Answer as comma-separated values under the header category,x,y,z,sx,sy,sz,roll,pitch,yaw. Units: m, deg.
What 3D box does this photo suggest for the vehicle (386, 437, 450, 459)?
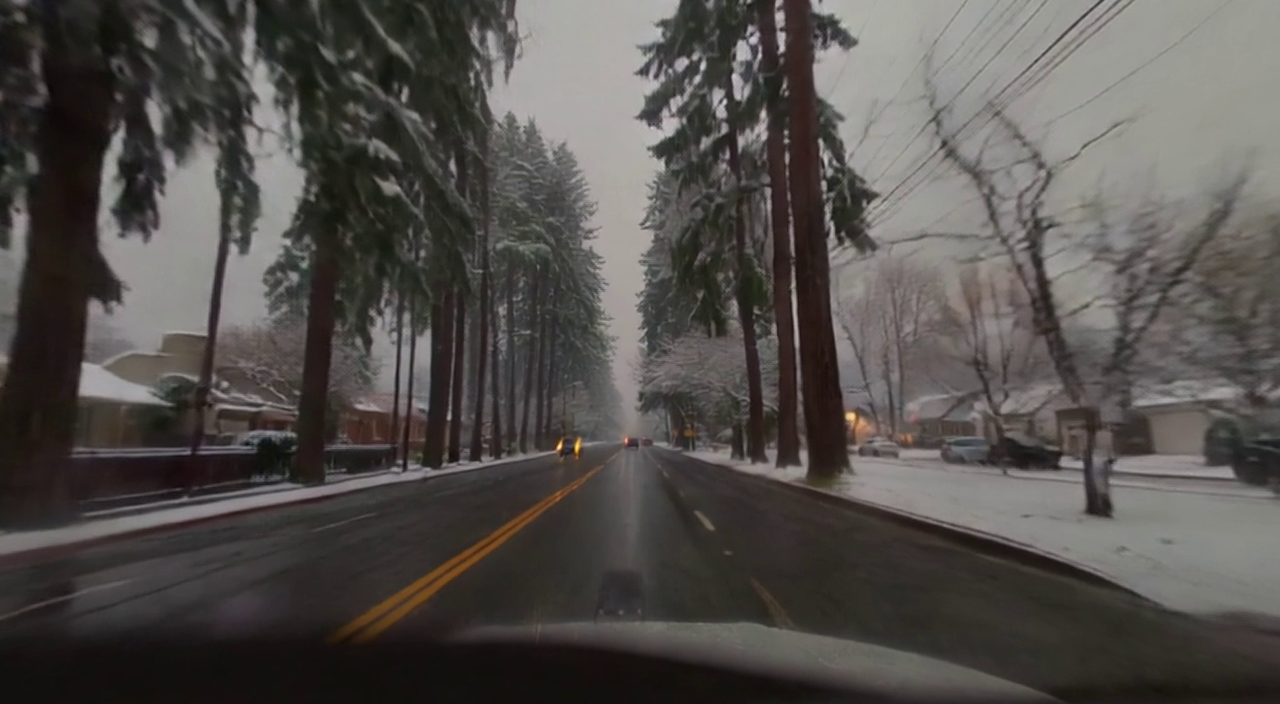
category,x,y,z,sx,sy,sz,roll,pitch,yaw
vehicle,-16.991,7.315,48.470,4.045,1.622,1.983,0,-8,3

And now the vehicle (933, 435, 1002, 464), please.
category,x,y,z,sx,sy,sz,roll,pitch,yaw
vehicle,18.298,5.464,35.526,1.755,1.521,3.968,0,-8,0

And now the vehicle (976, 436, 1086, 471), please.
category,x,y,z,sx,sy,sz,roll,pitch,yaw
vehicle,17.911,4.667,29.289,1.813,1.464,4.925,1,-8,-2
